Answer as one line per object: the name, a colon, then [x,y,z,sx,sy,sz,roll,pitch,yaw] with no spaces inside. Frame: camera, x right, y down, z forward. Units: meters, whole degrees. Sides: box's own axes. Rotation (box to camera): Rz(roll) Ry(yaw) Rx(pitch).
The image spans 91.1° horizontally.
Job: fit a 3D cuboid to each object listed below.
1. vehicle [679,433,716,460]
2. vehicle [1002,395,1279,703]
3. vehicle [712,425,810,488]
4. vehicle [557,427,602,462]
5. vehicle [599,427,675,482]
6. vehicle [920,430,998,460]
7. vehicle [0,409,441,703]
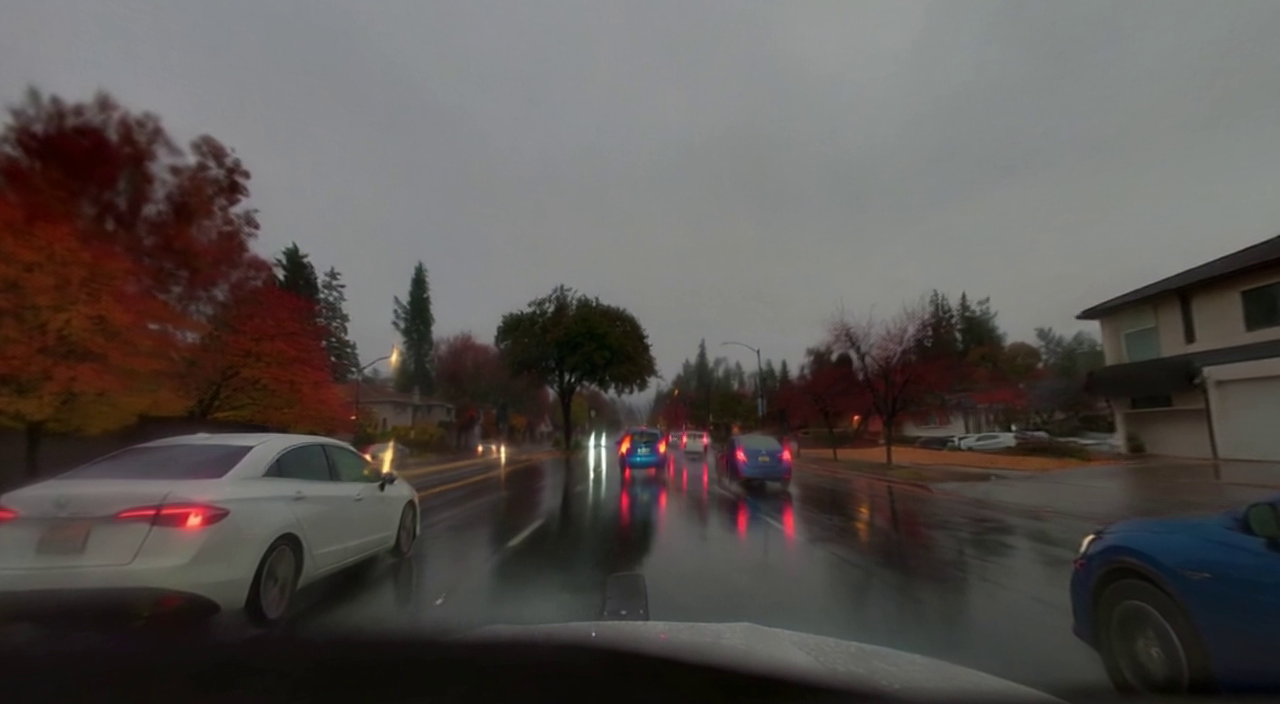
vehicle: [3.835,6.399,42.506,2.067,1.687,4.163,0,-8,-1]
vehicle: [3.394,0.826,1.791,2.060,1.474,4.475,0,-8,0]
vehicle: [3.527,3.148,19.187,2.019,1.675,4.488,0,-8,-1]
vehicle: [-3.710,5.835,39.476,2.246,2.062,5.123,0,-8,1]
vehicle: [-0.098,3.420,21.199,2.293,1.662,4.262,0,-8,-1]
vehicle: [17.718,5.248,35.094,1.767,1.400,4.107,-3,-10,-7]
vehicle: [-3.514,1.368,5.457,1.997,1.479,4.547,0,-8,1]
